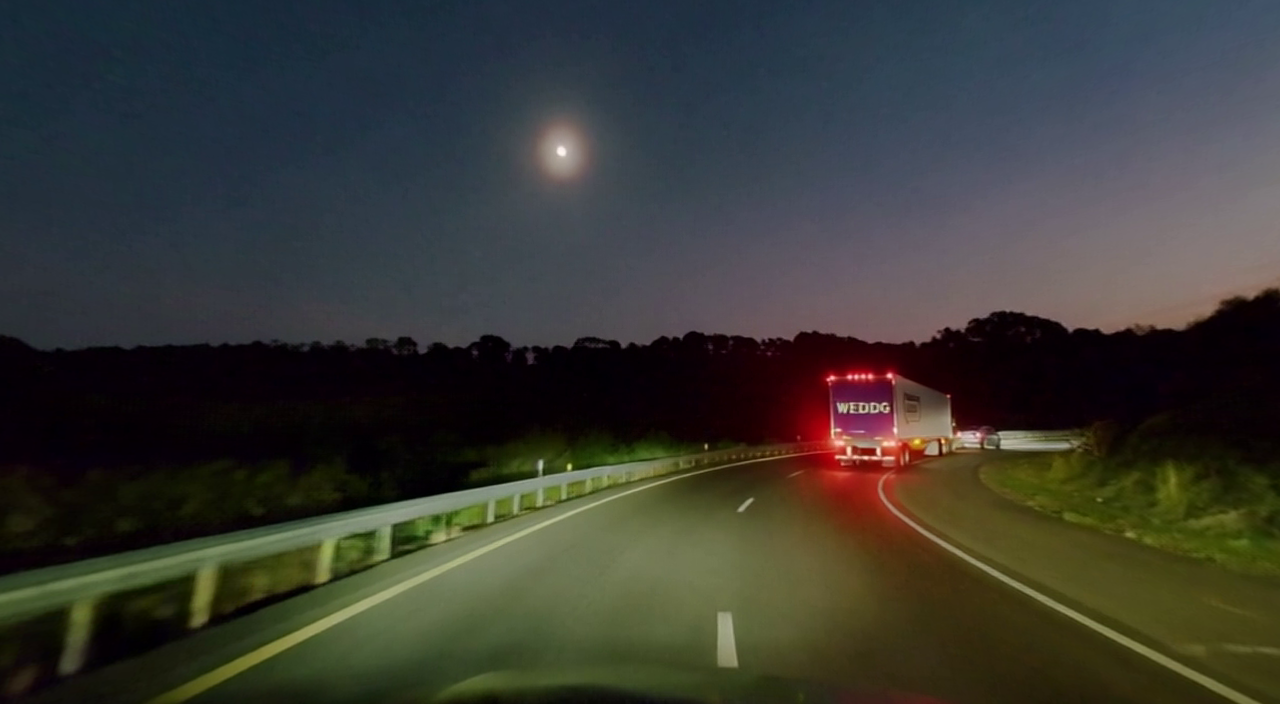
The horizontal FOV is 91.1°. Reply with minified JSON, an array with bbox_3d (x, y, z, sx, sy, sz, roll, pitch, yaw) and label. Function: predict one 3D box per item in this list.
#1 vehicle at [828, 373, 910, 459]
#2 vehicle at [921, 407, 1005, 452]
[{"bbox_3d":[10.803,3.074,29.624,2.963,3.771,3.137,-4,-9,30],"label":"vehicle"},{"bbox_3d":[19.844,4.743,38.398,6.650,2.524,2.120,7,-10,-41],"label":"vehicle"}]
